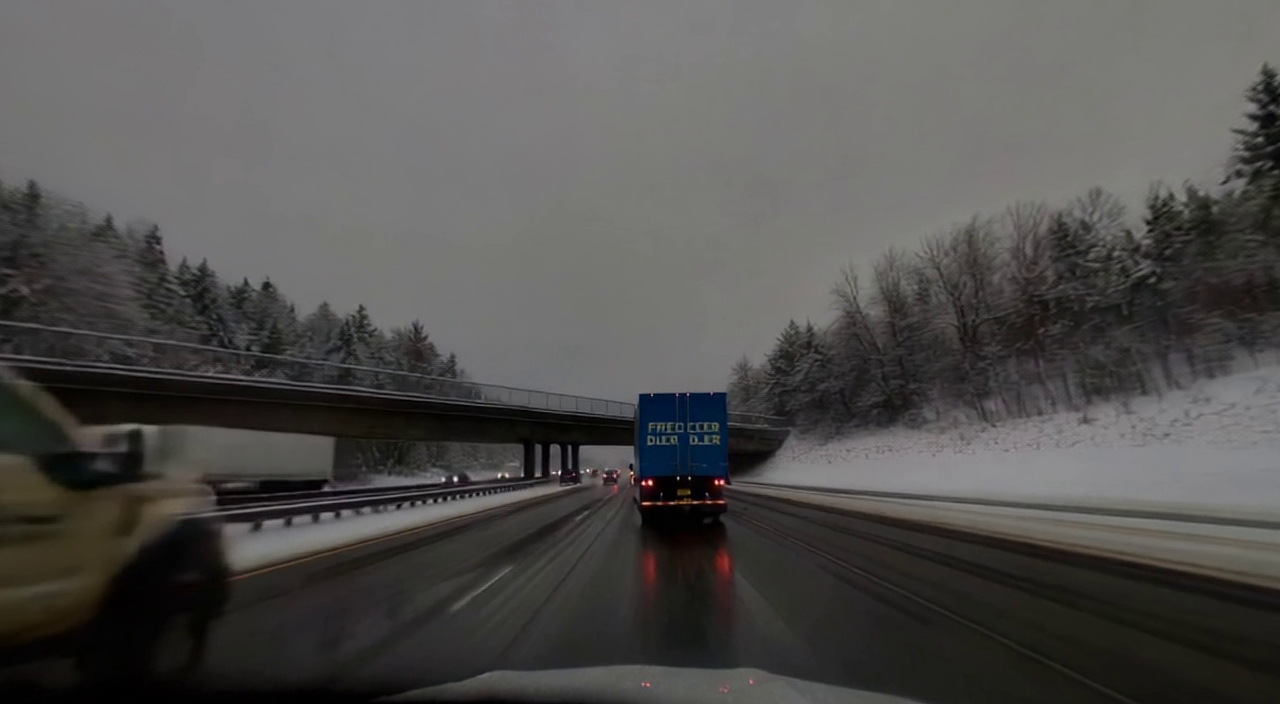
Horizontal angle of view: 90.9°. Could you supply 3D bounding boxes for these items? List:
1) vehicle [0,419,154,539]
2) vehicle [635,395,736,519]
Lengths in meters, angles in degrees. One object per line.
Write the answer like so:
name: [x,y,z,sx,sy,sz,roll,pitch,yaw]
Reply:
vehicle: [-16.667,3.243,16.236,2.628,2.850,6.822,1,-11,1]
vehicle: [1.406,4.130,24.446,2.980,3.834,9.423,1,-11,-1]
